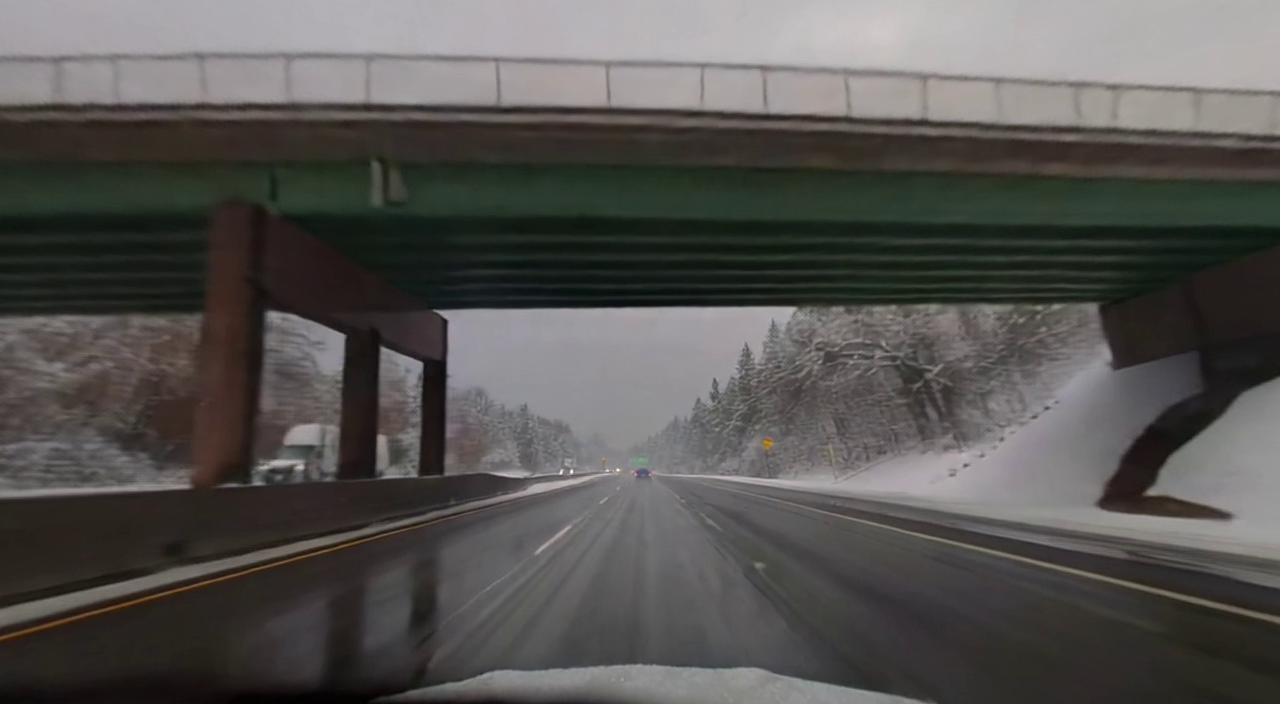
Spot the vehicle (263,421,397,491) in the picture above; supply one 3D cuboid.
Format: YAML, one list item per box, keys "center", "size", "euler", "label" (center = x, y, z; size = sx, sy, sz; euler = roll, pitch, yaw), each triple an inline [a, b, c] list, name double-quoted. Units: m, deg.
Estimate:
- center: [-19.588, 6.854, 40.844]
  size: [2.981, 3.841, 10.691]
  euler: [0, -11, 1]
  label: "vehicle"
